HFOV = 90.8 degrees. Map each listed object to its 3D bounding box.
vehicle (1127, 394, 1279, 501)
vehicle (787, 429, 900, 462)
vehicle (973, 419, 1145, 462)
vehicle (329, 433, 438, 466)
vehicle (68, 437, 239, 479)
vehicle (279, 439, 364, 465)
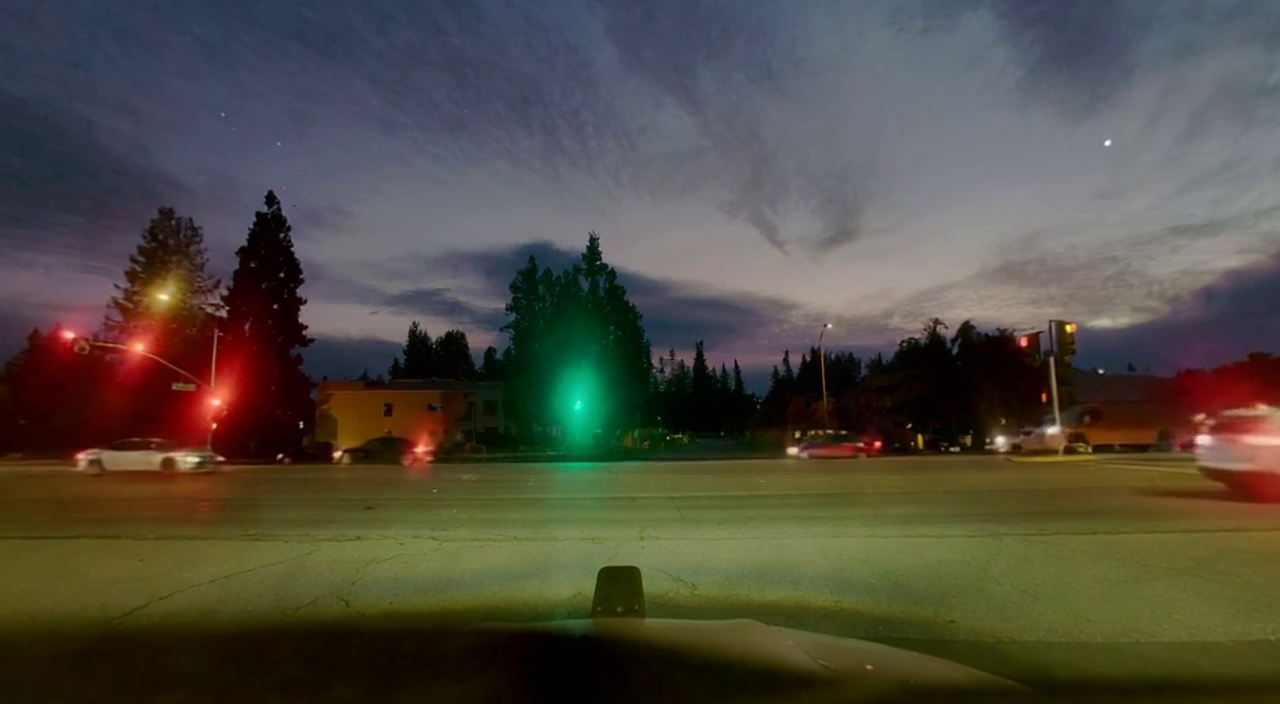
[{"bbox_3d":[11.964,1.647,10.985,4.959,1.715,2.162,-2,-9,11],"label":"vehicle"},{"bbox_3d":[9.476,4.420,29.870,4.860,1.441,1.934,-2,-9,12],"label":"vehicle"},{"bbox_3d":[15.028,3.221,22.949,4.749,1.461,1.892,-1,-9,9],"label":"vehicle"},{"bbox_3d":[-12.920,4.942,31.971,4.677,1.593,2.029,-2,-9,10],"label":"vehicle"},{"bbox_3d":[-17.617,3.829,22.995,4.836,1.445,2.057,-1,-9,9],"label":"vehicle"},{"bbox_3d":[-20.063,6.303,39.843,4.488,1.536,1.849,-2,-8,10],"label":"vehicle"}]
